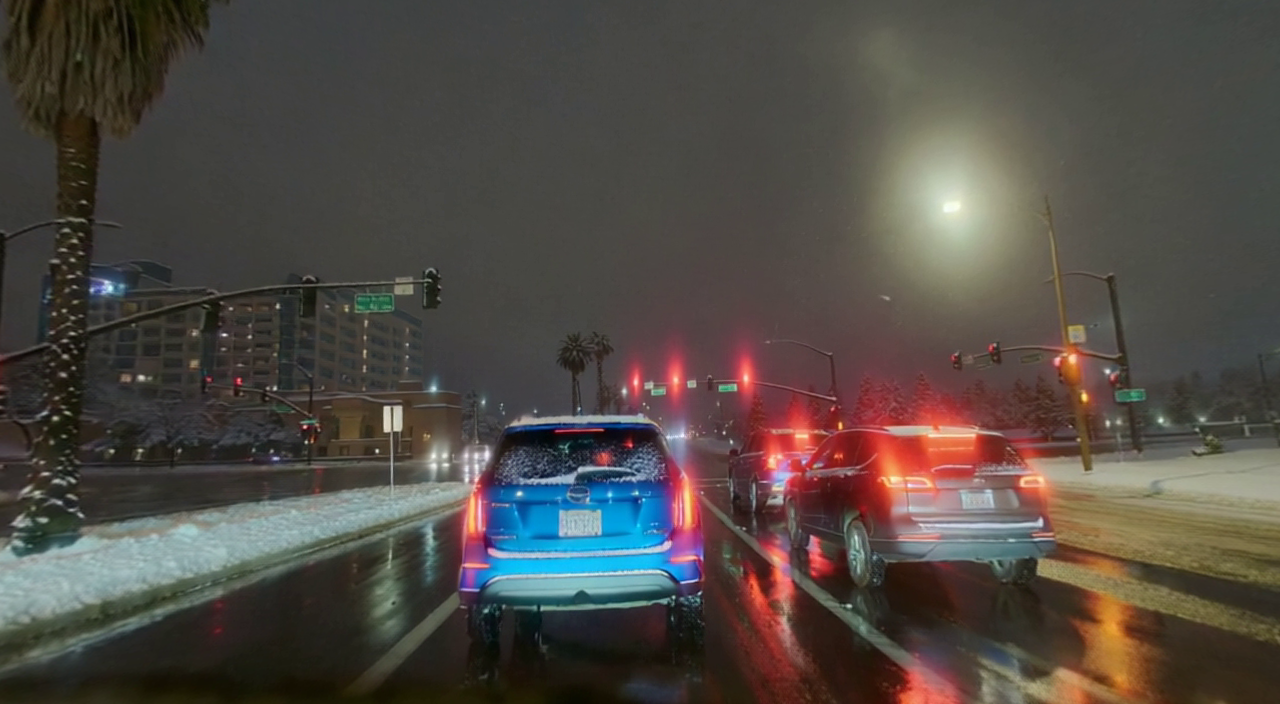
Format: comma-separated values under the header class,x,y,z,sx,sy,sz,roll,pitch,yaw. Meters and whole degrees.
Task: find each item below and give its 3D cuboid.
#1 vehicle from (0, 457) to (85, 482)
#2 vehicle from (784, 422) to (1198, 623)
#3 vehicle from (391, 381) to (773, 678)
class,x,y,z,sx,sy,sz,roll,pitch,yaw
vehicle,-45.442,8.822,47.248,5.347,1.785,2.123,0,-8,2
vehicle,3.118,1.603,6.953,1.971,1.473,4.495,0,-8,0
vehicle,-0.334,1.313,5.695,2.172,1.694,4.055,0,-8,0
